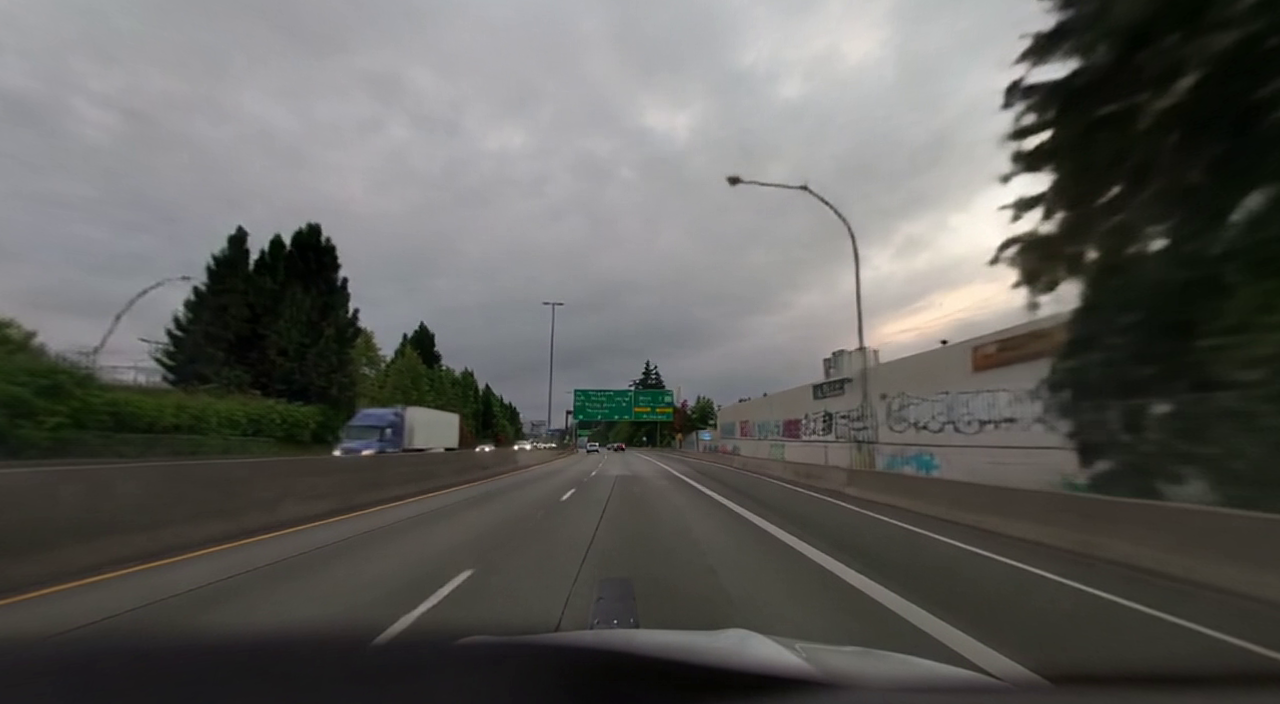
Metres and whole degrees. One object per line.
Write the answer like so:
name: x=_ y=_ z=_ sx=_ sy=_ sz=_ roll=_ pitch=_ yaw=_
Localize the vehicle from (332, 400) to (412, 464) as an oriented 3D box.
vehicle: x=-17.604 y=5.330 z=41.690 sx=3.414 sy=3.999 sz=3.950 roll=0 pitch=-8 yaw=0
